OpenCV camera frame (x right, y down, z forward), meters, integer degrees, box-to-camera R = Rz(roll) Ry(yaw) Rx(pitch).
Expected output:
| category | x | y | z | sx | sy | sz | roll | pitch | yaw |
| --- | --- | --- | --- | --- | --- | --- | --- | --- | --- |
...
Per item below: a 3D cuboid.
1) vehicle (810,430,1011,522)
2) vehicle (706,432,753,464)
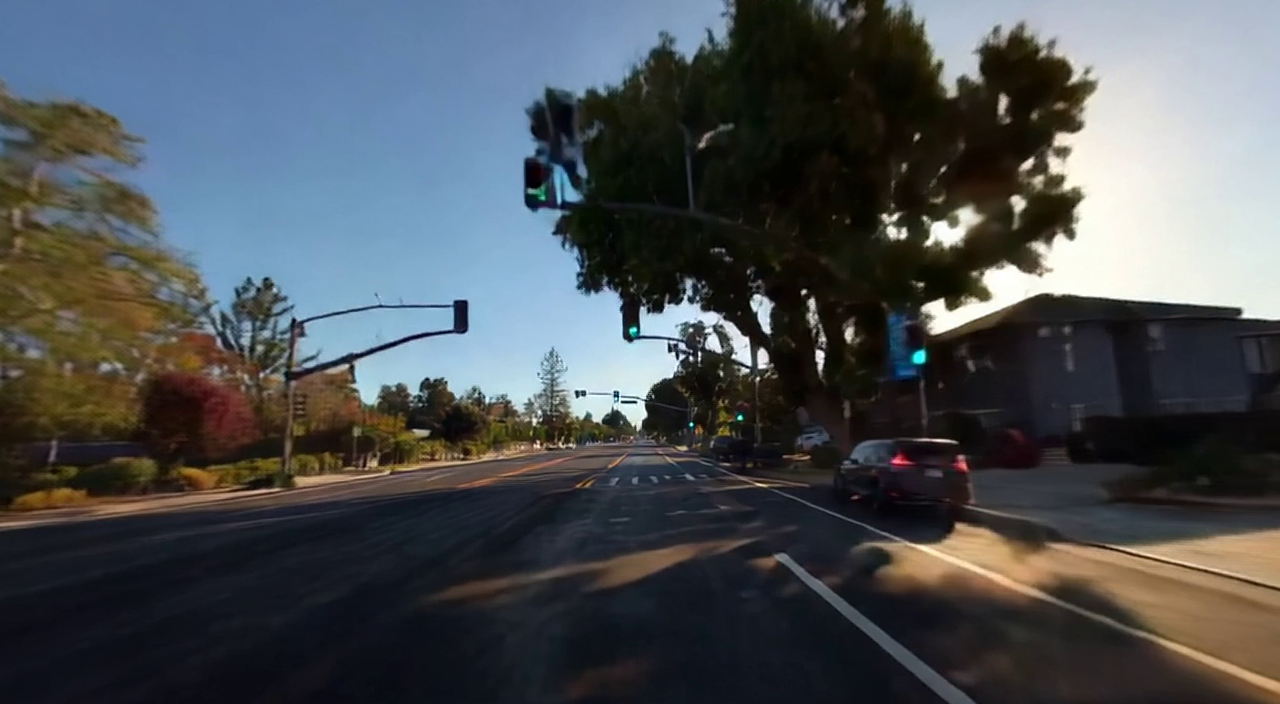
| category | x | y | z | sx | sy | sz | roll | pitch | yaw |
| --- | --- | --- | --- | --- | --- | --- | --- | --- | --- |
| vehicle | 5.094 | 2.387 | 12.856 | 2.032 | 1.478 | 5.040 | 0 | -8 | 2 |
| vehicle | 5.263 | 5.700 | 37.572 | 2.069 | 1.743 | 4.595 | 0 | -8 | 0 |
